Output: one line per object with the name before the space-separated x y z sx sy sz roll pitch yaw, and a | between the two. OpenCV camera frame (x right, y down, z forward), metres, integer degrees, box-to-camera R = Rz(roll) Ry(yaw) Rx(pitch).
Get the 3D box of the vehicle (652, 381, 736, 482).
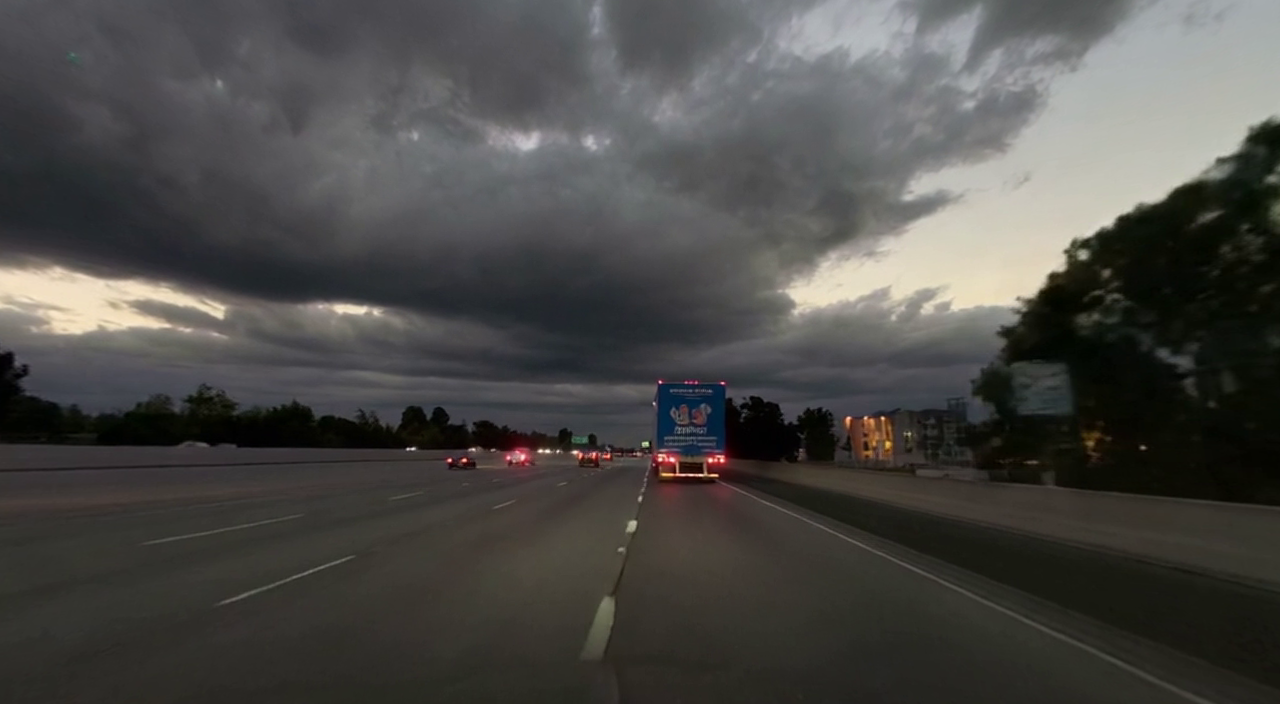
vehicle | 2.334 4.432 33.638 3.140 4.100 15.551 0 -9 0
